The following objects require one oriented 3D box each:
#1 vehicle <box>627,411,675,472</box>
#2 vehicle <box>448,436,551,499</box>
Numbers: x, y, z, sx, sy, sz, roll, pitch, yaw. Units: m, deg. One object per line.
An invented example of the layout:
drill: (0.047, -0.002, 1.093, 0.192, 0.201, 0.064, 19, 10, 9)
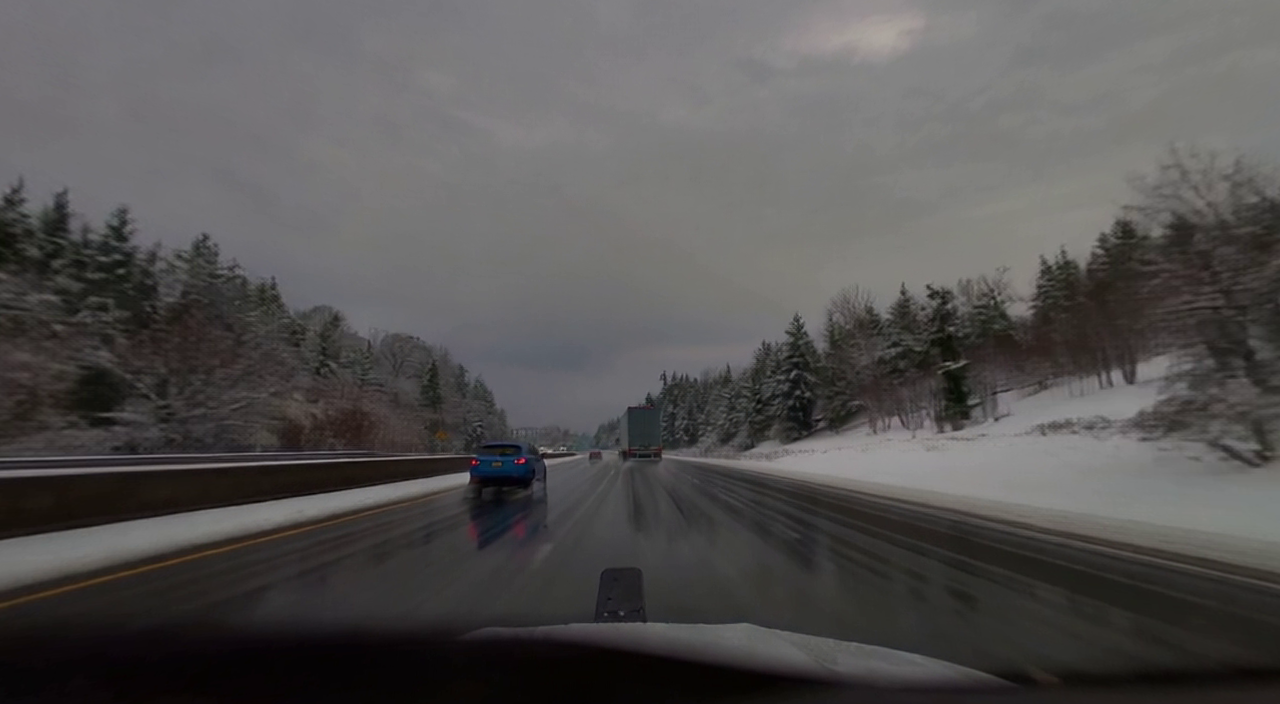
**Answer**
vehicle: (0.588, 6.125, 42.775, 2.893, 3.628, 9.081, 0, -9, -1)
vehicle: (-3.875, 3.262, 18.149, 1.977, 1.602, 3.944, 0, -9, 1)
